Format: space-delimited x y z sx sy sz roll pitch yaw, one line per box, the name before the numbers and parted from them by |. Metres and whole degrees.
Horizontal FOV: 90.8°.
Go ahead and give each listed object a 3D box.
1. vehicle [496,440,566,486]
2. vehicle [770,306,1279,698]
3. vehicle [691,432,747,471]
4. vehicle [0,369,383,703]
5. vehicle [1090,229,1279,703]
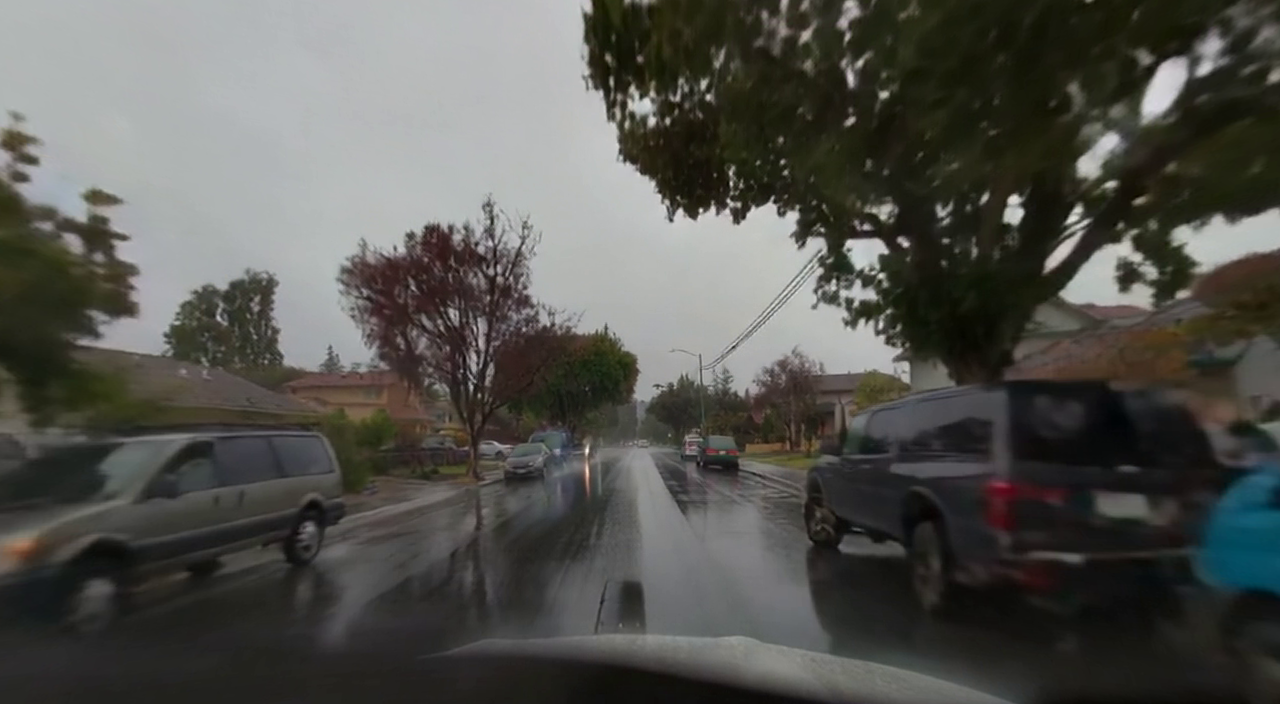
vehicle | -4.639 4.749 27.500 2.116 1.659 4.832 -2 -7 1
vehicle | 3.549 1.277 6.850 2.744 2.152 6.605 0 -8 -1
vehicle | 4.051 5.230 33.337 2.152 1.810 5.846 -1 -8 0
vehicle | -4.811 1.450 6.054 2.364 1.968 5.671 -1 -8 -1
vehicle | 3.579 0.387 0.968 2.144 2.166 4.766 -1 -8 -1
